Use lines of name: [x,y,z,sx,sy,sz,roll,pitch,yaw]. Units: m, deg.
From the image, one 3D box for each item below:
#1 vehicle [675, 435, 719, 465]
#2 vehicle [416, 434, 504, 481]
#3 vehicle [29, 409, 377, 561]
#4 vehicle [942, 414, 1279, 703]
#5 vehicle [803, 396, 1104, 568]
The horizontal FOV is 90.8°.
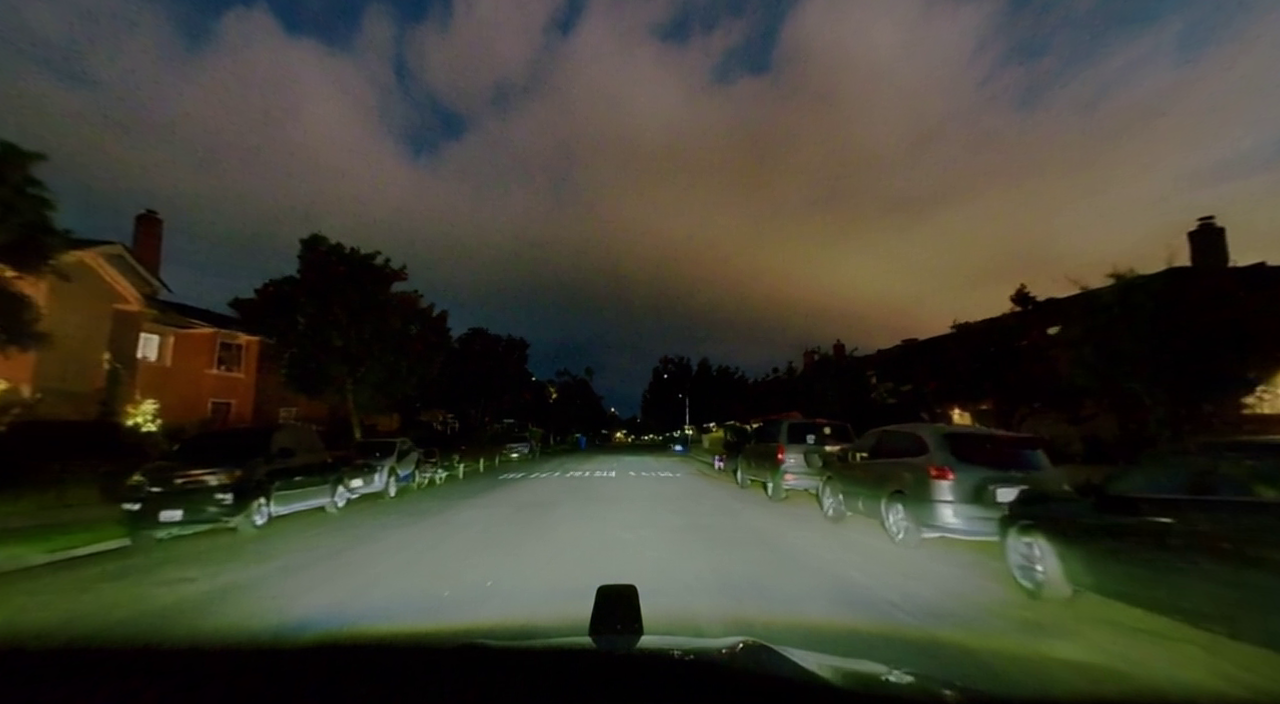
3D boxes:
vehicle: [3.467,6.063,39.226,2.101,1.771,4.747,0,-8,-2]
vehicle: [-7.536,4.473,27.137,2.042,1.785,5.876,0,-8,0]
vehicle: [-7.204,2.243,11.668,2.195,2.023,6.055,0,-8,-1]
vehicle: [4.158,1.208,4.193,1.877,1.486,4.713,0,-8,-1]
vehicle: [3.993,1.732,9.181,1.818,1.825,4.629,0,-8,-2]
